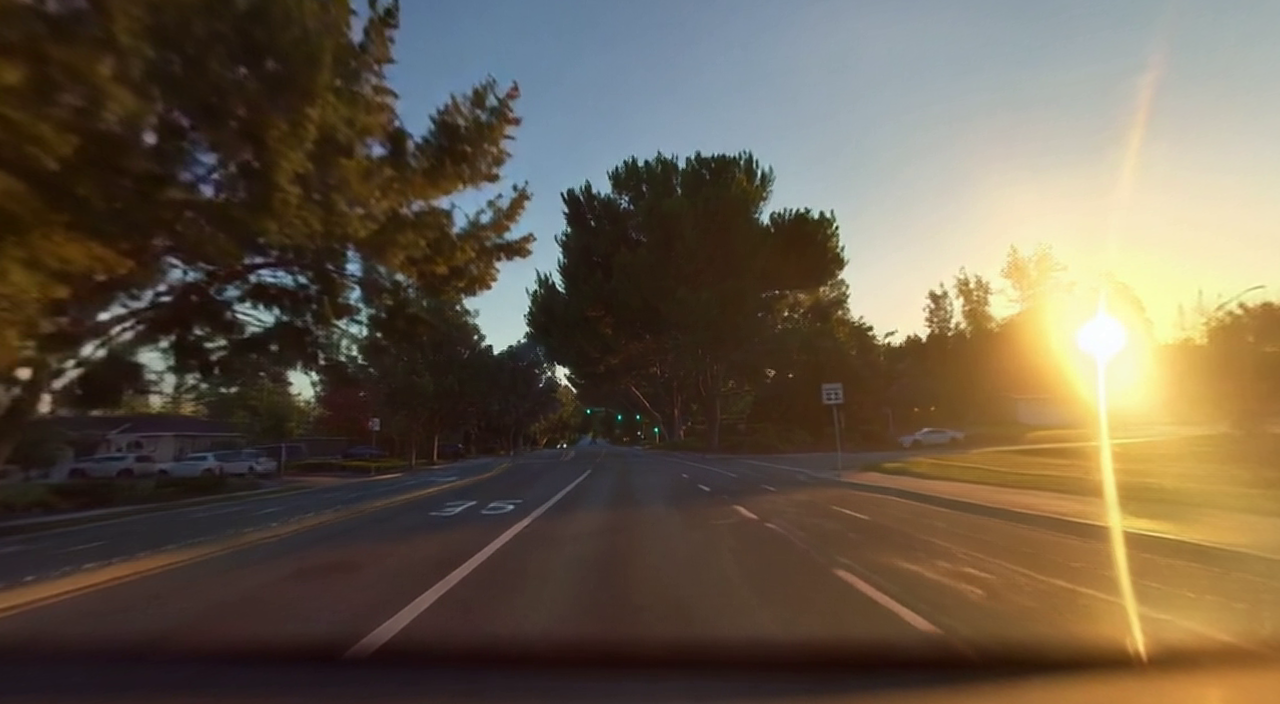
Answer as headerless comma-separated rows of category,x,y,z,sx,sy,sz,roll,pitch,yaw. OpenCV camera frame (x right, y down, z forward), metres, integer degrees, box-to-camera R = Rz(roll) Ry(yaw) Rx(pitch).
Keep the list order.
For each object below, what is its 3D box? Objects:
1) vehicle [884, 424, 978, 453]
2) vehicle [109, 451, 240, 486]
vehicle,19.109,5.749,41.634,5.172,1.468,1.964,-4,-10,-2
vehicle,-21.366,5.341,29.126,4.495,1.472,1.833,0,-8,-1
